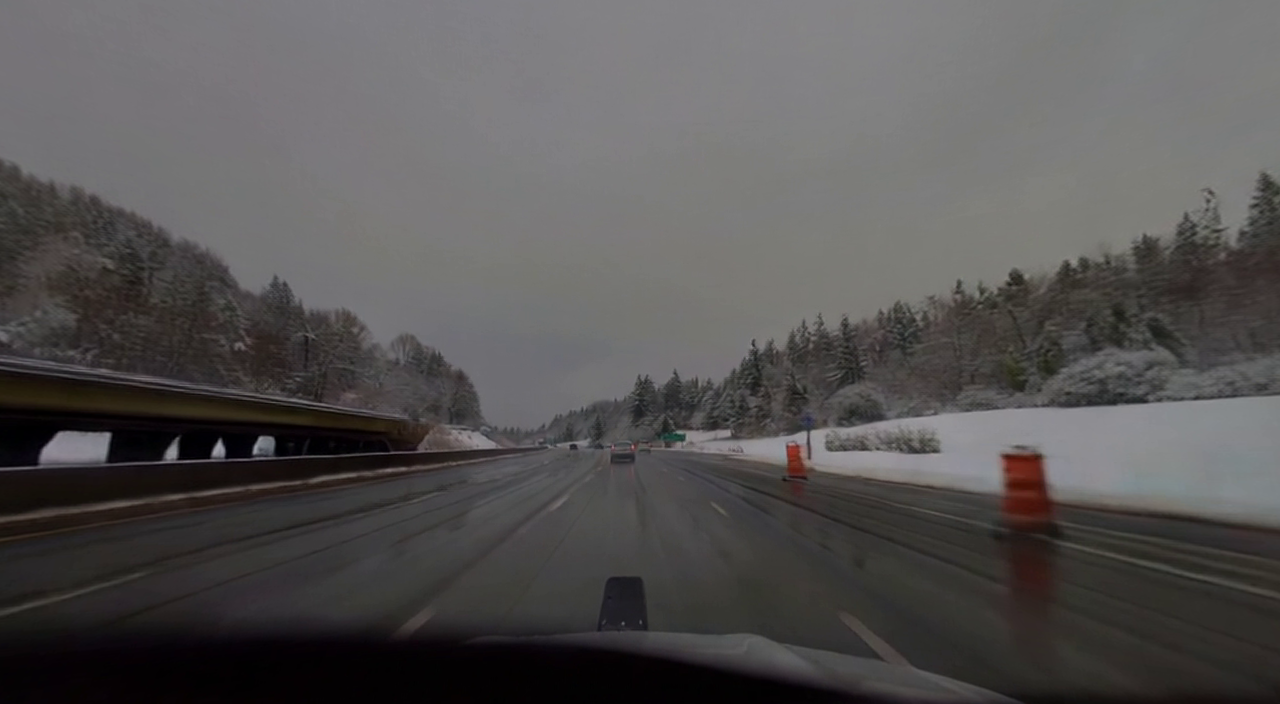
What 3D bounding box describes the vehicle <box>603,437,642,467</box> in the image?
[{"bbox_3d":[-1.177,6.345,40.140,2.328,1.805,4.502,0,-8,-3],"label":"vehicle"}]
